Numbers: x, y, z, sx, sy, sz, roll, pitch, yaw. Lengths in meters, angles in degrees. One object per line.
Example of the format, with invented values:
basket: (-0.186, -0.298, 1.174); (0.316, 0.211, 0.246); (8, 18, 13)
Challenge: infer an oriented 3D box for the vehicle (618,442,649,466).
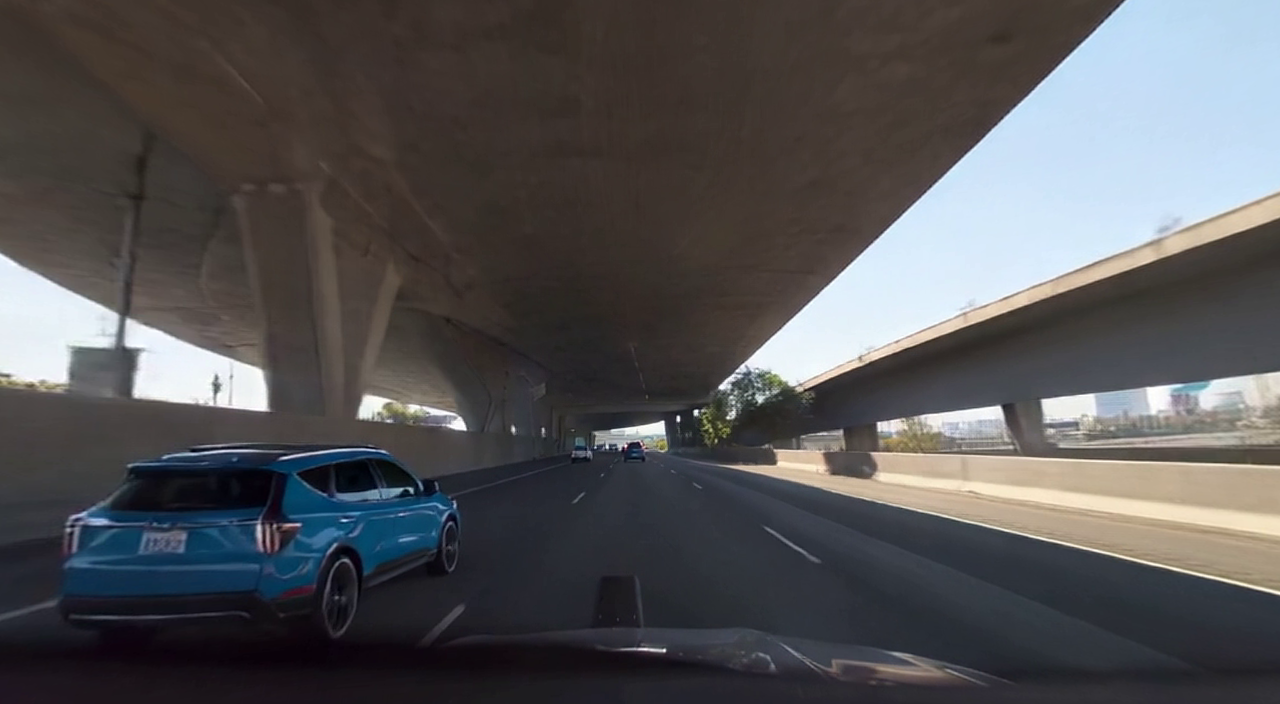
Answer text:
vehicle: (-0.513, 7.352, 45.653); (2.132, 1.657, 3.967); (0, -8, -2)

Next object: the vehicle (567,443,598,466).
vehicle: (-4.337, 7.800, 48.192); (2.000, 1.646, 4.201); (0, -8, -1)
